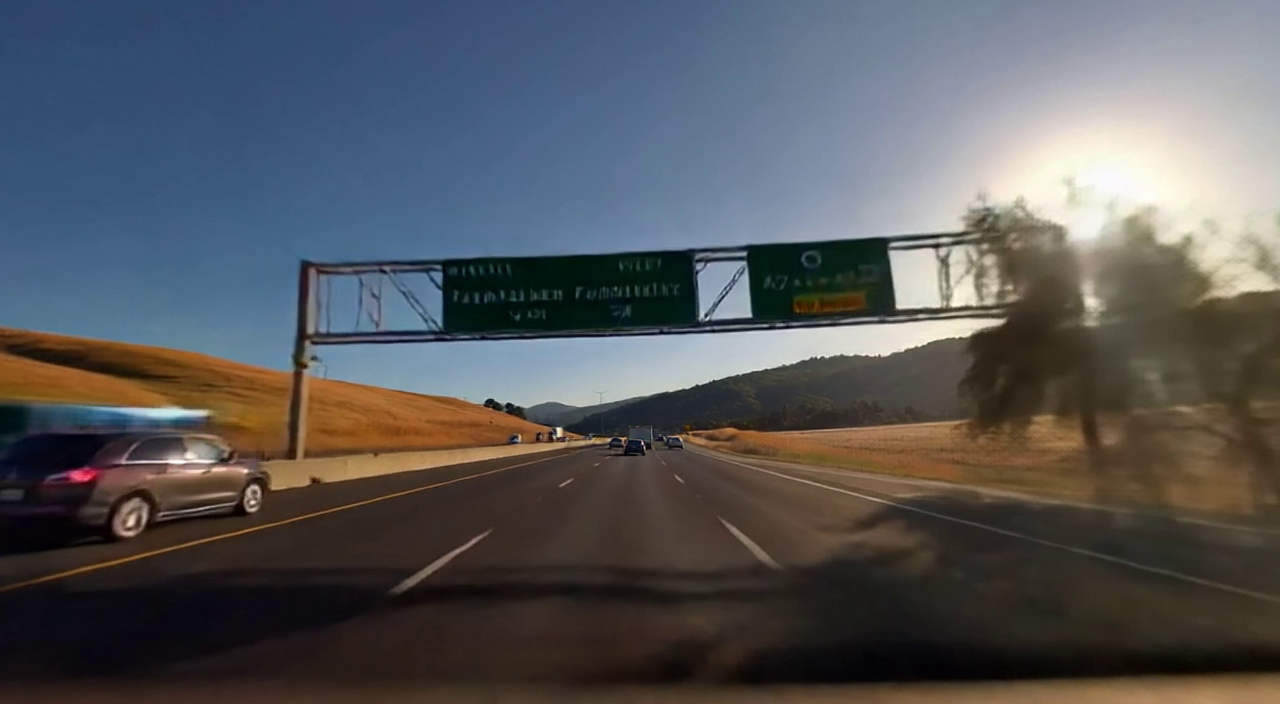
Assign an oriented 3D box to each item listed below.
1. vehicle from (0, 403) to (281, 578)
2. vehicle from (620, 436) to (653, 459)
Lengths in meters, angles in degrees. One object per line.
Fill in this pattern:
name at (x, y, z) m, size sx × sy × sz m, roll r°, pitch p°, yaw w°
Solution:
vehicle at (-6.803, 1.572, 8.012) m, size 1.939 × 1.601 × 4.338 m, roll 0°, pitch -8°, yaw 0°
vehicle at (-0.260, 6.438, 42.636) m, size 2.140 × 1.475 × 3.969 m, roll 0°, pitch -8°, yaw 0°
